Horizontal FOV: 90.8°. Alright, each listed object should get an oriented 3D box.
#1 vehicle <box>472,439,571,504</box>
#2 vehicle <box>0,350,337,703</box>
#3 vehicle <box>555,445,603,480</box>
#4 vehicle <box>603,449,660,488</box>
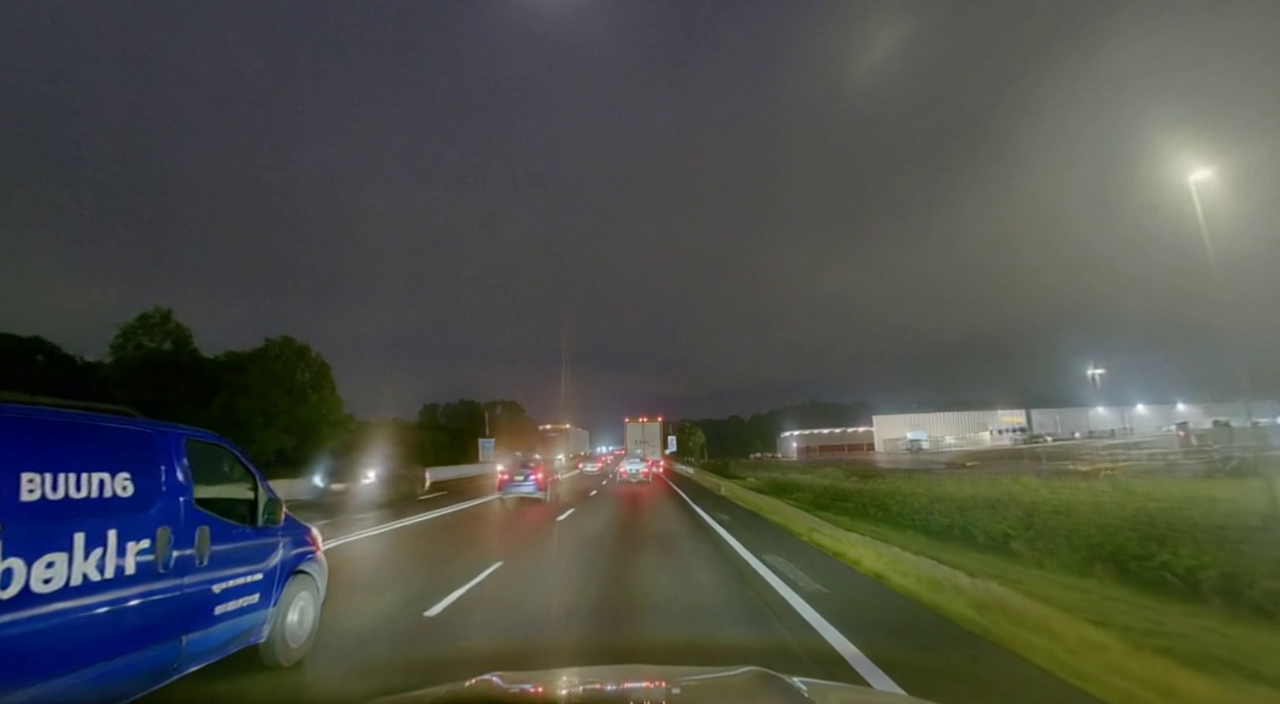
[{"bbox_3d":[-3.198,3.323,17.978,1.937,1.600,4.141,0,-9,1],"label":"vehicle"},{"bbox_3d":[-3.274,0.858,2.243,2.117,1.688,4.582,0,-9,0],"label":"vehicle"},{"bbox_3d":[-3.053,5.636,32.385,1.994,1.663,4.047,0,-9,1],"label":"vehicle"},{"bbox_3d":[-0.298,4.587,25.129,2.095,1.393,3.908,0,-9,0],"label":"vehicle"}]
